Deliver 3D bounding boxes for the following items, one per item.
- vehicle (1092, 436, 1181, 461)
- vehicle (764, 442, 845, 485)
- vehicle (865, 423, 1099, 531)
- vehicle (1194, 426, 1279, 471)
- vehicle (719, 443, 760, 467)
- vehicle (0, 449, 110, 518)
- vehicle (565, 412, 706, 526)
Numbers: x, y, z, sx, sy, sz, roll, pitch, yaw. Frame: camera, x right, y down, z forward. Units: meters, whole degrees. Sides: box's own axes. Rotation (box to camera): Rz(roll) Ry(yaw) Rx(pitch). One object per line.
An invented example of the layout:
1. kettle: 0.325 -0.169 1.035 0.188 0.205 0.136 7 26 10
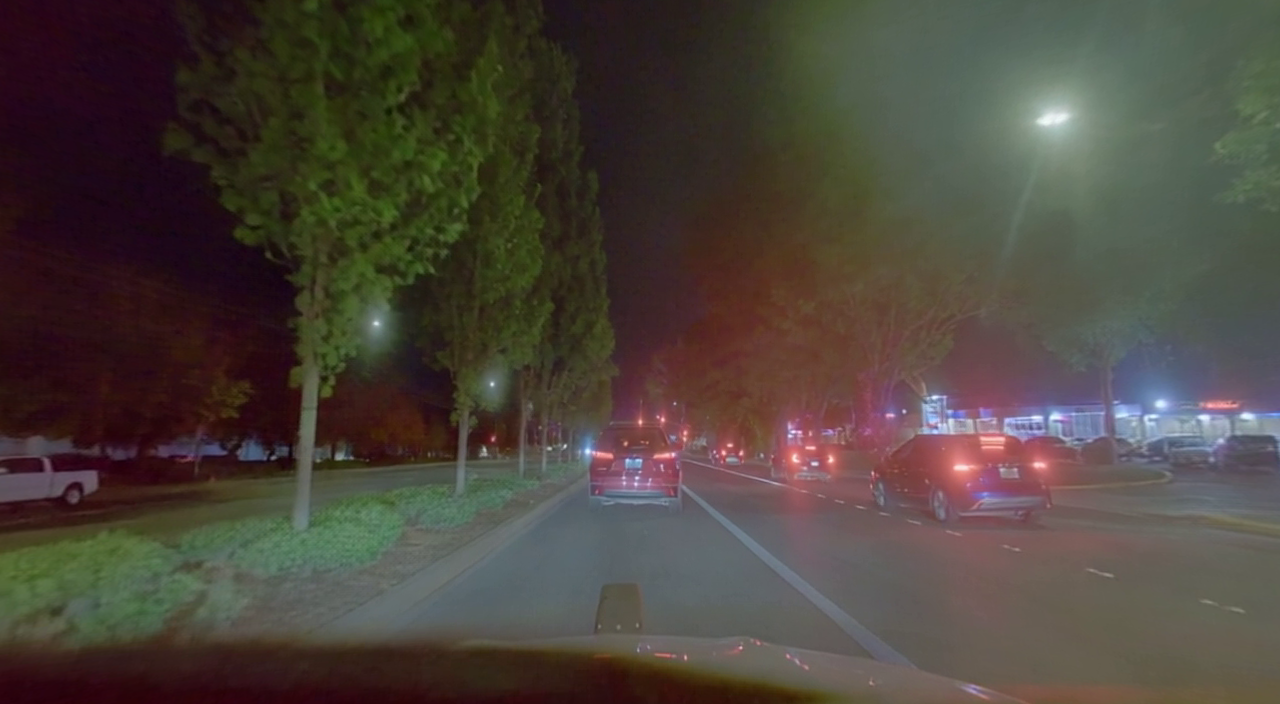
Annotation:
1. vehicle: 33.224 6.474 42.454 1.959 1.580 4.873 0 -9 0
2. vehicle: 6.462 4.422 25.406 2.035 1.553 4.465 0 -9 0
3. vehicle: 6.259 2.332 12.352 2.056 1.703 4.428 0 -9 0
4. vehicle: 27.248 4.245 27.797 1.878 1.838 4.118 0 -9 0
5. vehicle: 6.550 6.825 42.086 1.914 1.523 4.287 0 -9 -2
6. vehicle: -19.246 3.864 18.793 2.302 1.939 5.221 0 -9 1
7. vehicle: -0.088 2.253 12.620 2.320 1.880 4.192 0 -9 -1
